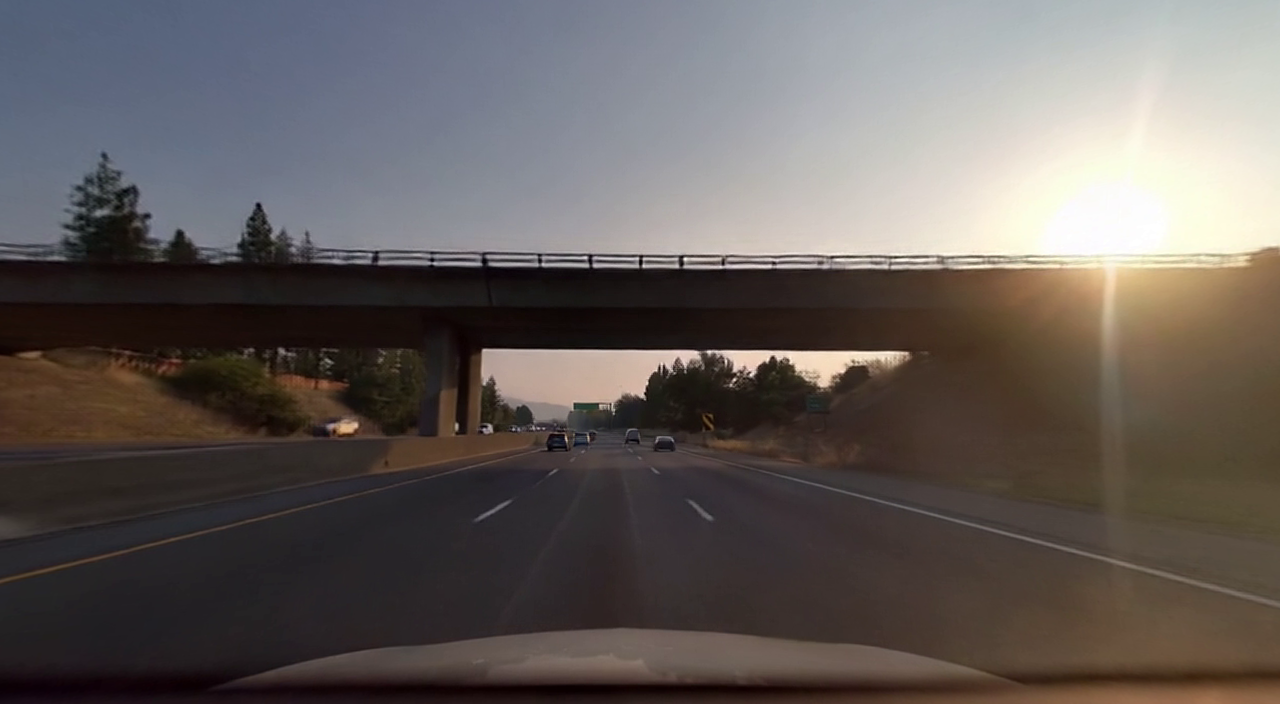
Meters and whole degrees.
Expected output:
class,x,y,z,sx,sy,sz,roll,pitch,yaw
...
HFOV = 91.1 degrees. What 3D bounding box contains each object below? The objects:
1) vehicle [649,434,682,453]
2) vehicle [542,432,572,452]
class,x,y,z,sx,sy,sz,roll,pitch,yaw
vehicle,1.774,6.486,44.722,1.999,1.329,3.913,1,-8,-3
vehicle,-6.320,6.877,48.134,1.966,1.460,3.519,0,-8,-2
